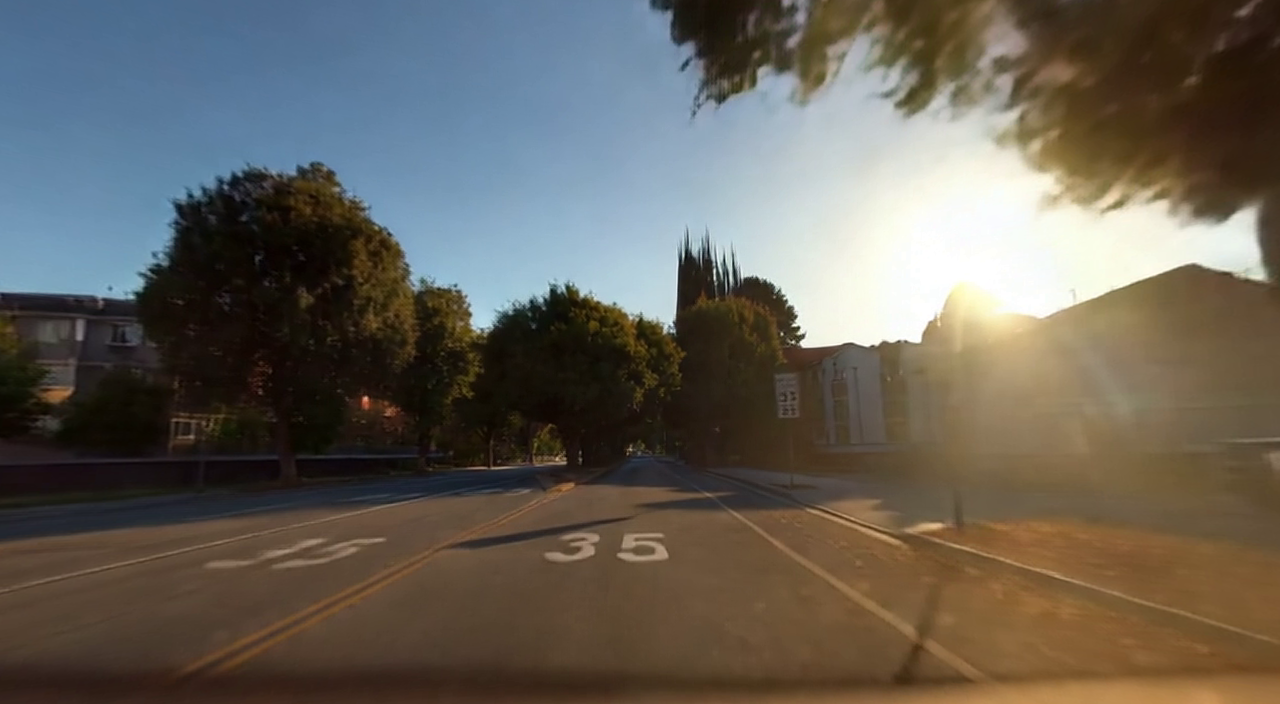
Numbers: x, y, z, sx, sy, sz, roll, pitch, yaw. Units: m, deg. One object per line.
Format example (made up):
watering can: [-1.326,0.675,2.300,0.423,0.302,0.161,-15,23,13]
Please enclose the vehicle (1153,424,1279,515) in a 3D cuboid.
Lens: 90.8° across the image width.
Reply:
vehicle: [11.317,1.832,9.891,1.809,1.432,4.629,5,-10,-32]
